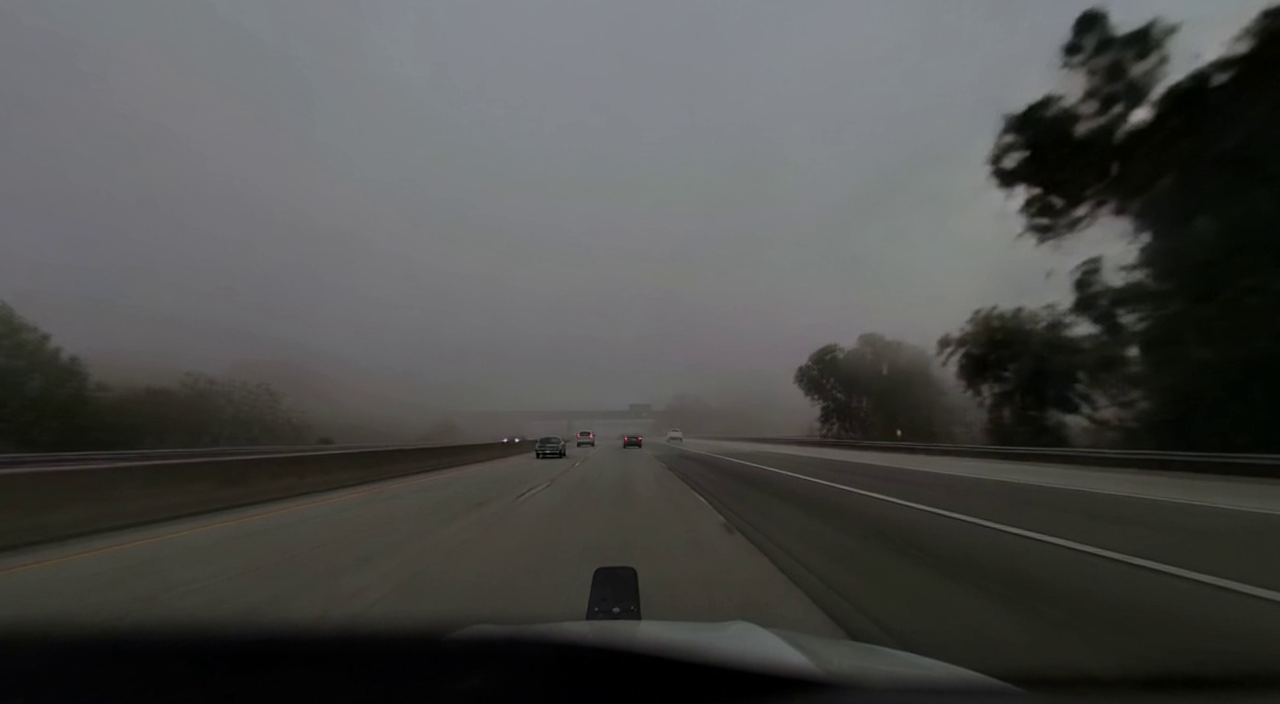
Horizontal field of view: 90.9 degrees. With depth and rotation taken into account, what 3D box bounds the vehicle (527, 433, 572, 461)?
[{"bbox_3d":[-4.900,5.190,34.589,1.933,1.473,4.023,0,-8,0],"label":"vehicle"}]
